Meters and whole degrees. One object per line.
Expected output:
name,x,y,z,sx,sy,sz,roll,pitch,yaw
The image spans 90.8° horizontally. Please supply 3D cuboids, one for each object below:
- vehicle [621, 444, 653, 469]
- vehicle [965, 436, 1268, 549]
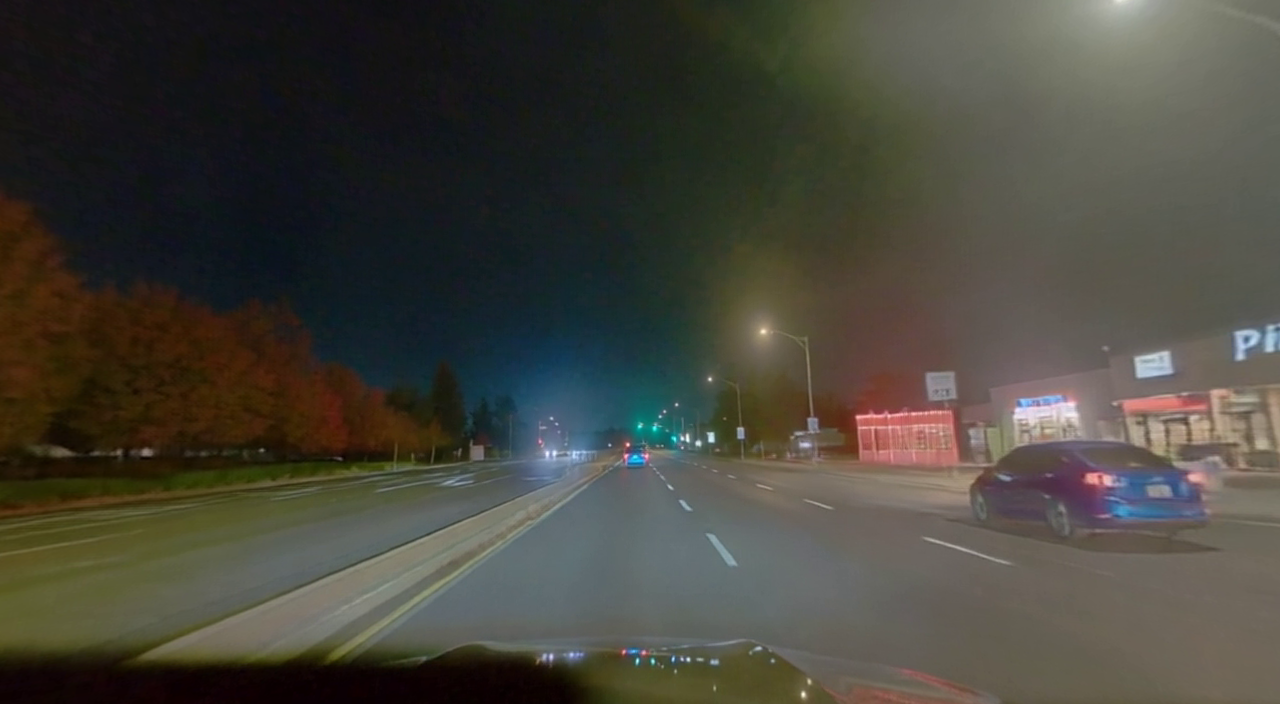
vehicle,-0.207,6.829,41.505,2.027,1.494,3.942,0,-8,-1
vehicle,7.332,2.147,10.408,1.849,1.464,4.119,0,-8,2
